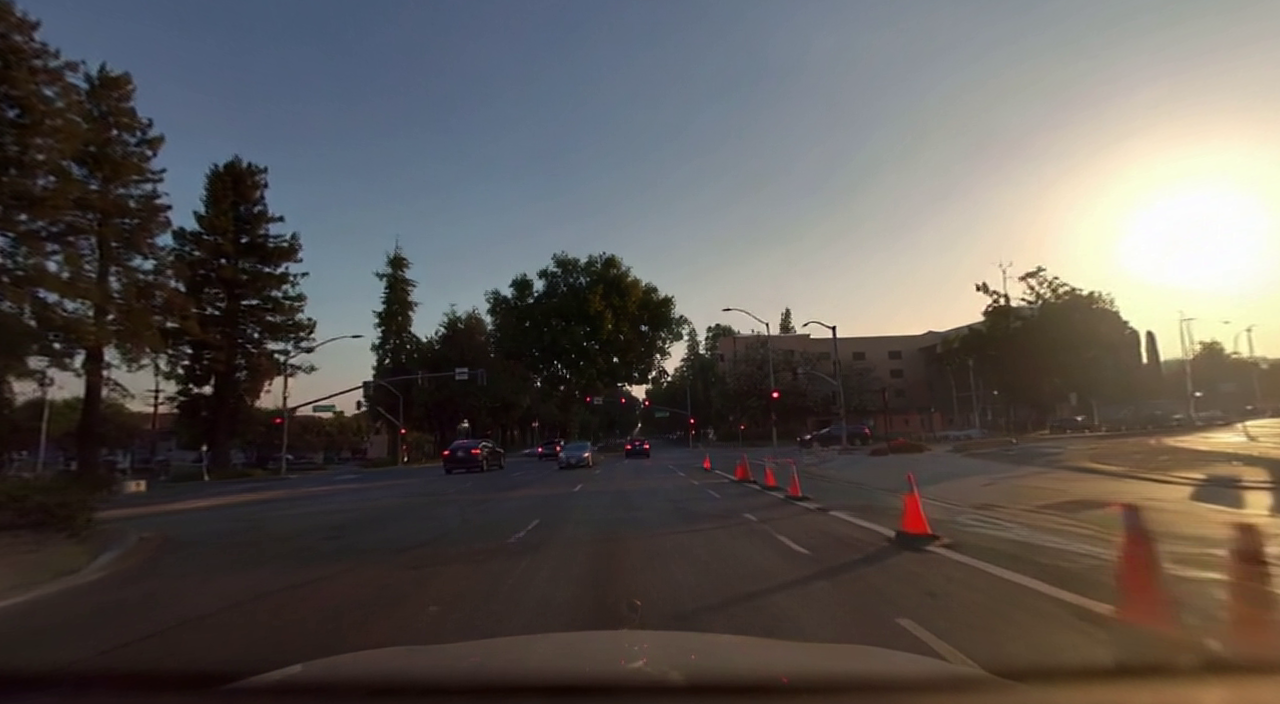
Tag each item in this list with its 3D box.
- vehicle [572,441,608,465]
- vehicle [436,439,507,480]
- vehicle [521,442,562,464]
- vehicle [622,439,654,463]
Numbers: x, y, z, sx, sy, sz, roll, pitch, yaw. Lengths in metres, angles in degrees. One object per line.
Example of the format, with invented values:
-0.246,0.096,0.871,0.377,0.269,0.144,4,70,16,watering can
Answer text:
-3.222,6.605,41.470,1.946,1.437,4.154,0,-9,1,vehicle
-6.974,4.488,26.638,1.869,1.570,4.064,0,-9,0,vehicle
-6.795,7.019,44.076,2.074,1.447,4.224,0,-9,1,vehicle
-0.124,6.514,41.598,1.985,1.521,3.968,0,-9,1,vehicle
